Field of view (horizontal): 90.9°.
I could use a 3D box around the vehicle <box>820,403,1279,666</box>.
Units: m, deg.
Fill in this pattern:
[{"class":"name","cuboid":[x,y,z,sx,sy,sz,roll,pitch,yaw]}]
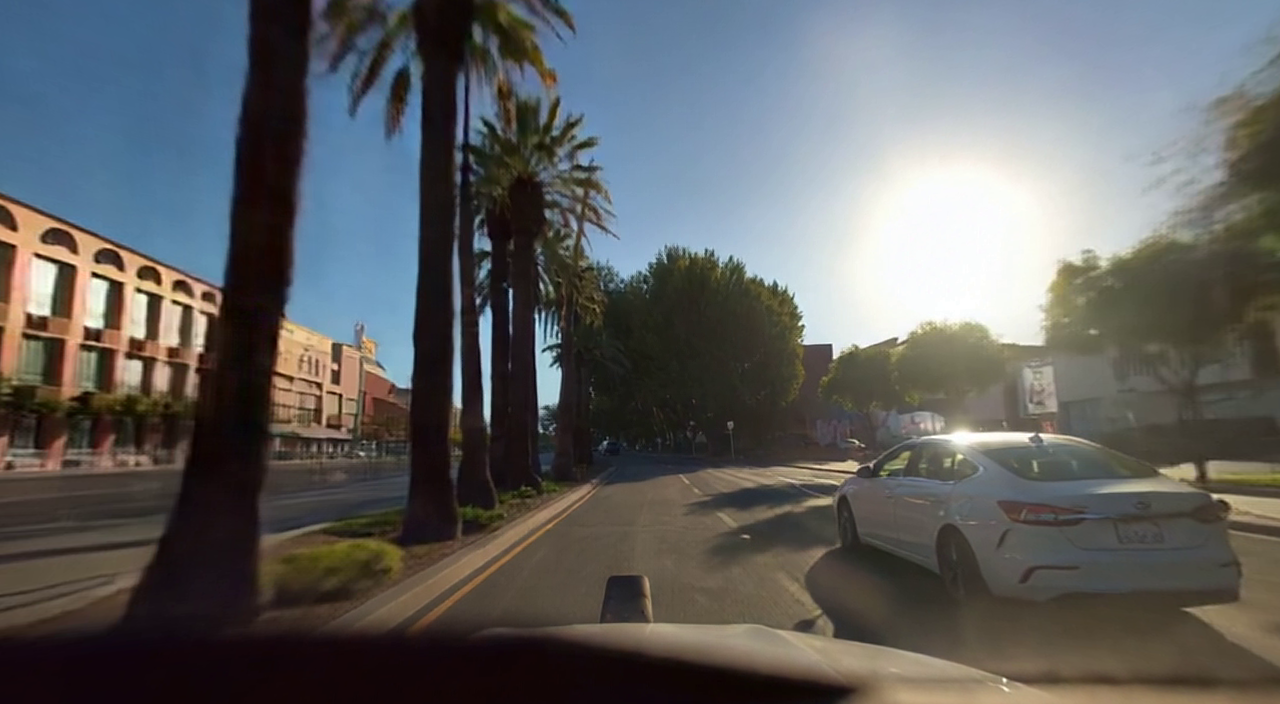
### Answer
[{"class":"vehicle","cuboid":[3.303,1.394,5.990,1.867,1.554,4.301,0,-8,-1]}]
